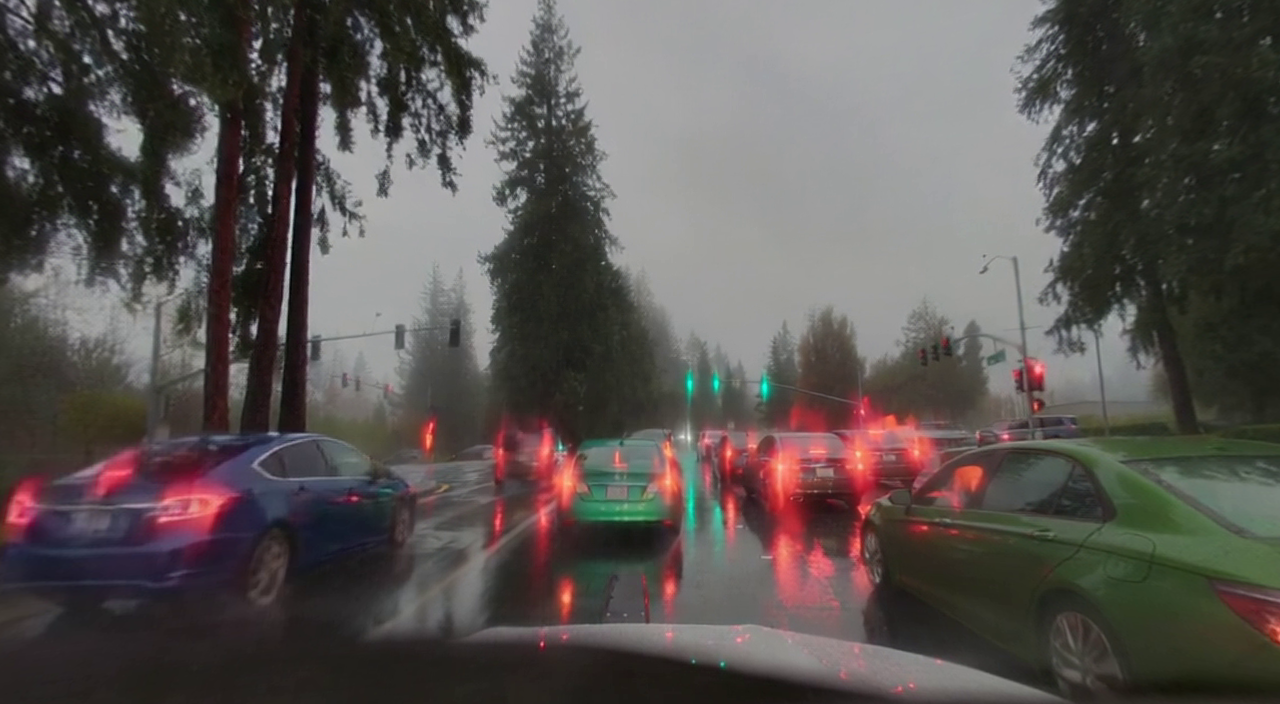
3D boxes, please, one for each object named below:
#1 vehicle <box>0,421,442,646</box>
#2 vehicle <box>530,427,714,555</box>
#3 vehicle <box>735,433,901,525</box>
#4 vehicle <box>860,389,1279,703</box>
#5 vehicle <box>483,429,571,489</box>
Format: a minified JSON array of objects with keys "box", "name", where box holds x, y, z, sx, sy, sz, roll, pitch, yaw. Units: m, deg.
[{"box":[-3.710,1.537,6.479,1.935,1.482,4.433,0,-8,-1],"name":"vehicle"},{"box":[-0.226,1.914,9.351,2.147,1.479,3.803,0,-8,0],"name":"vehicle"},{"box":[3.187,2.334,12.333,1.975,1.460,4.357,0,-8,0],"name":"vehicle"},{"box":[3.140,1.151,4.061,1.903,1.480,4.270,0,-8,0],"name":"vehicle"},{"box":[-3.524,3.434,20.526,1.961,1.714,4.268,0,-8,2],"name":"vehicle"}]
